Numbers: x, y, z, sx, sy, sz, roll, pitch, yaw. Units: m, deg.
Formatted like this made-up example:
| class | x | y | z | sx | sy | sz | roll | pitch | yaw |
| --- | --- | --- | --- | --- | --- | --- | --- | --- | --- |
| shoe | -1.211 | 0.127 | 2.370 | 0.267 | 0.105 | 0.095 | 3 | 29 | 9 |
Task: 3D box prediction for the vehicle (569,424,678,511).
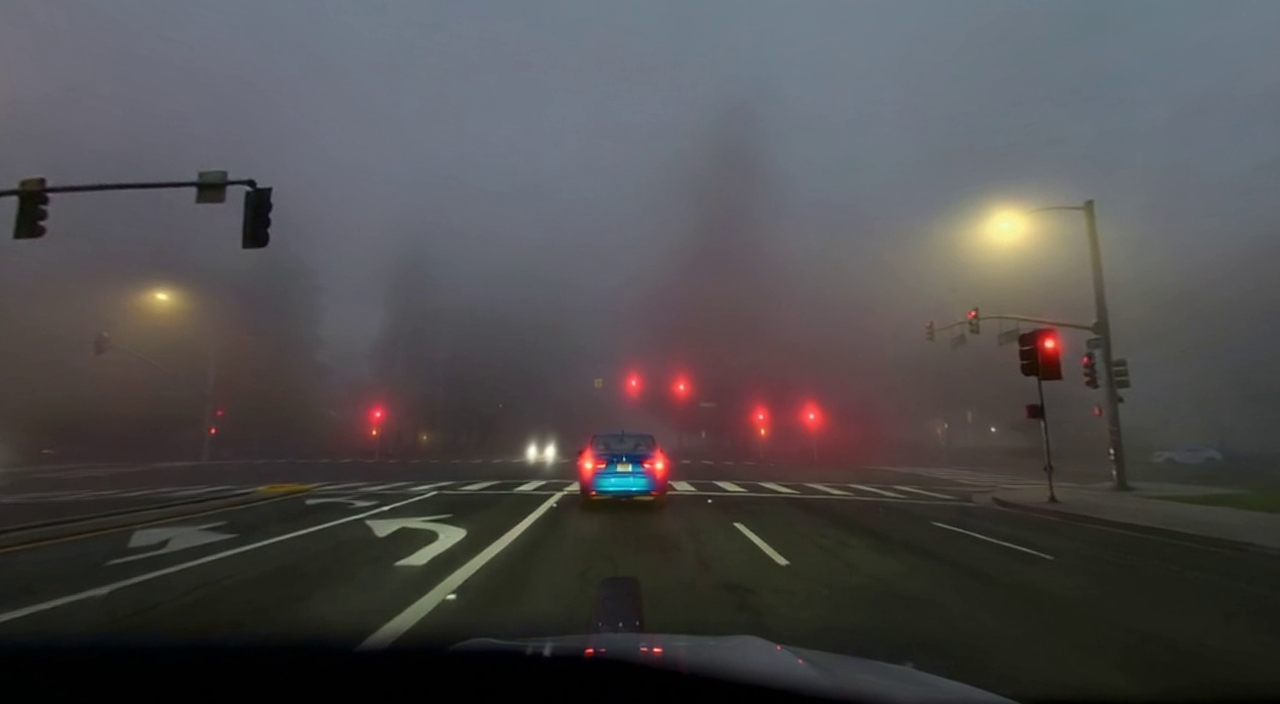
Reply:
| class | x | y | z | sx | sy | sz | roll | pitch | yaw |
| --- | --- | --- | --- | --- | --- | --- | --- | --- | --- |
| vehicle | -0.357 | 2.480 | 13.964 | 2.066 | 1.618 | 3.922 | 0 | -8 | -1 |
